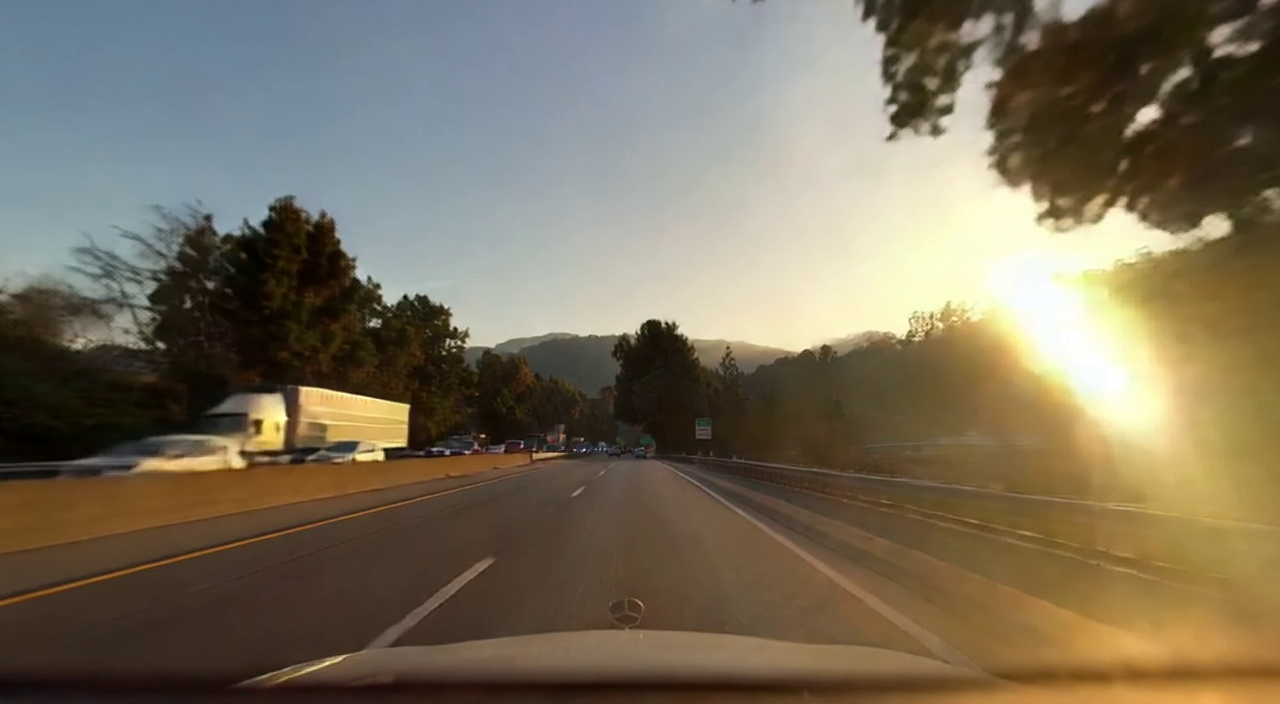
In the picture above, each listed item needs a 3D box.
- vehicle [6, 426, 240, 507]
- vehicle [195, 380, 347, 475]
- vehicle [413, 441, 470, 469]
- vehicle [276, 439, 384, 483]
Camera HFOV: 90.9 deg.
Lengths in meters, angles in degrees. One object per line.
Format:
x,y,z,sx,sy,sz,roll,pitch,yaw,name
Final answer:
-12.644,2.829,15.930,1.932,1.742,4.577,0,-9,1,vehicle
-17.260,3.719,30.186,3.168,4.049,6.561,0,-9,-1,vehicle
-12.661,6.601,40.512,1.919,1.636,5.221,0,-9,0,vehicle
-12.315,4.353,25.406,1.995,1.557,4.654,0,-9,0,vehicle
